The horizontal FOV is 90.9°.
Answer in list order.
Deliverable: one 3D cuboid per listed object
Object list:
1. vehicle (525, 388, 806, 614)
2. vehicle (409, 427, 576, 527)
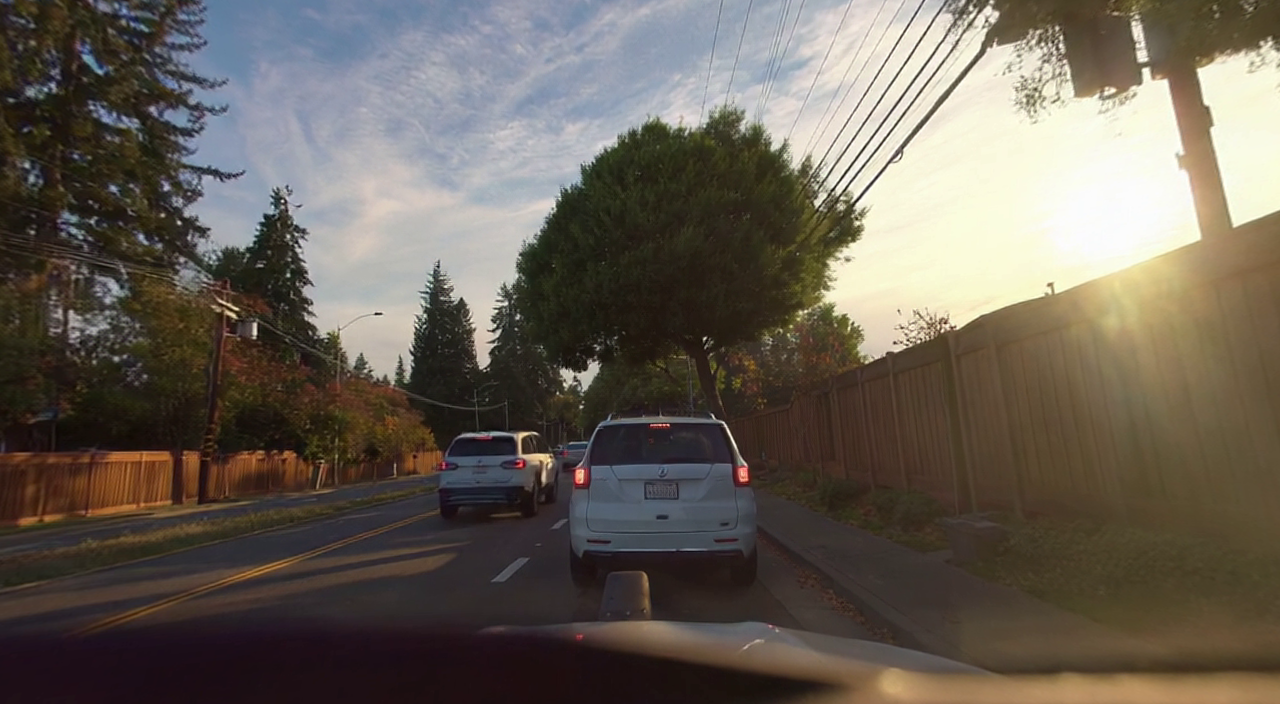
[{"bbox_3d":[0.195,1.464,7.039,2.174,1.749,4.113,0,-9,0],"label":"vehicle"},{"bbox_3d":[-2.696,2.439,12.905,2.176,1.653,4.666,0,-9,2],"label":"vehicle"}]
